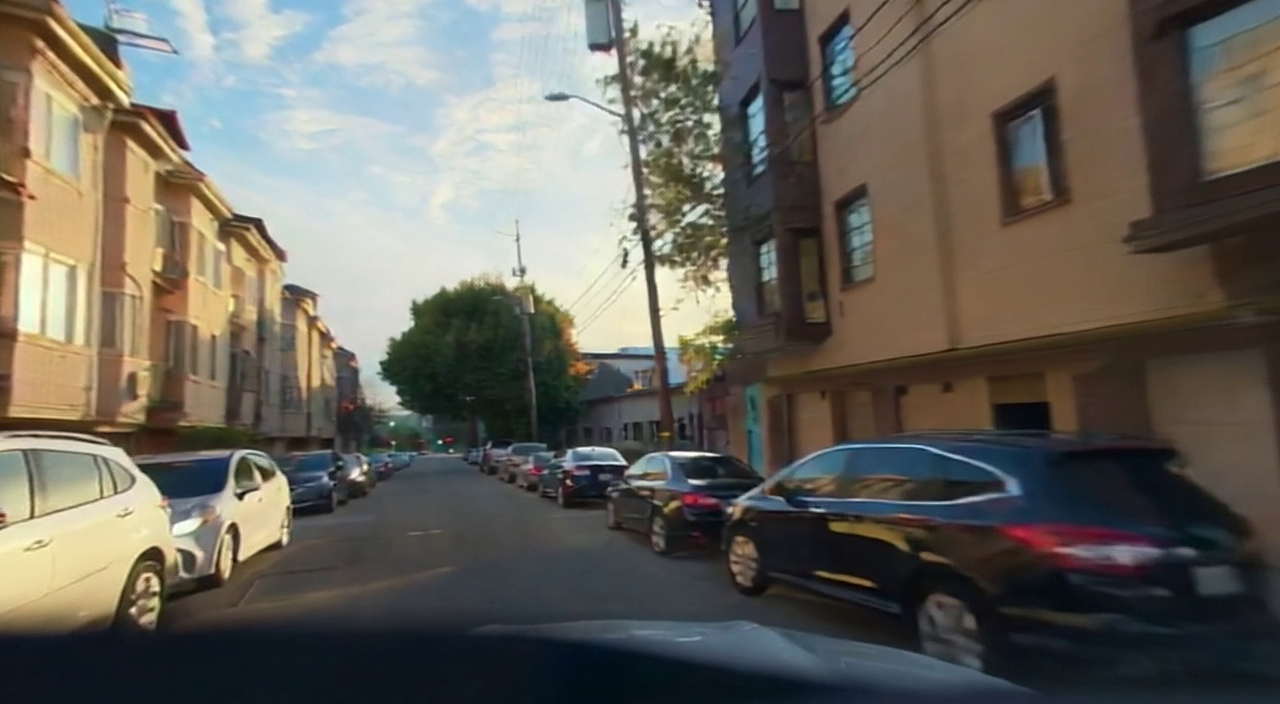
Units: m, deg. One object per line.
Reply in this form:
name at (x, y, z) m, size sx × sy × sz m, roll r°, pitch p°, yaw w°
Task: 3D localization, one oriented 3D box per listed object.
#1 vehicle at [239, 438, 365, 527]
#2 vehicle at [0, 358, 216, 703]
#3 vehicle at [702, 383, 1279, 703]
vehicle at (-8.381, 3.151, 16.077) m, size 2.081 × 1.679 × 4.506 m, roll 0°, pitch -6°, yaw -19°
vehicle at (-4.218, 1.049, 3.417) m, size 2.100 × 1.769 × 4.544 m, roll 1°, pitch -8°, yaw -20°
vehicle at (2.373, 1.307, 4.742) m, size 2.025 × 1.631 × 4.679 m, roll 5°, pitch -9°, yaw -18°
